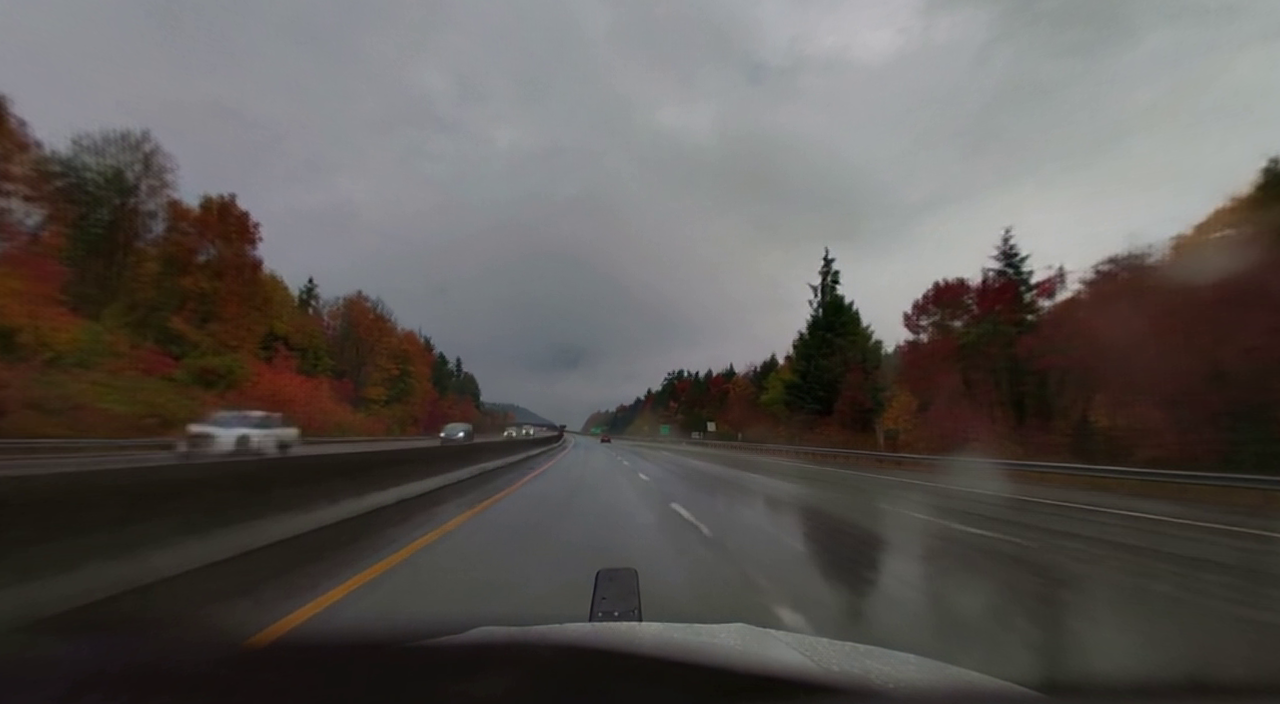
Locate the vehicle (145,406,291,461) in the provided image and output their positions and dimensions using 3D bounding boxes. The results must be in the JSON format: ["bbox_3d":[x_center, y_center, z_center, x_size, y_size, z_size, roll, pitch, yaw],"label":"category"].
[{"bbox_3d":[-14.800,2.918,22.480,2.119,1.735,4.729,0,-8,-3],"label":"vehicle"}]
